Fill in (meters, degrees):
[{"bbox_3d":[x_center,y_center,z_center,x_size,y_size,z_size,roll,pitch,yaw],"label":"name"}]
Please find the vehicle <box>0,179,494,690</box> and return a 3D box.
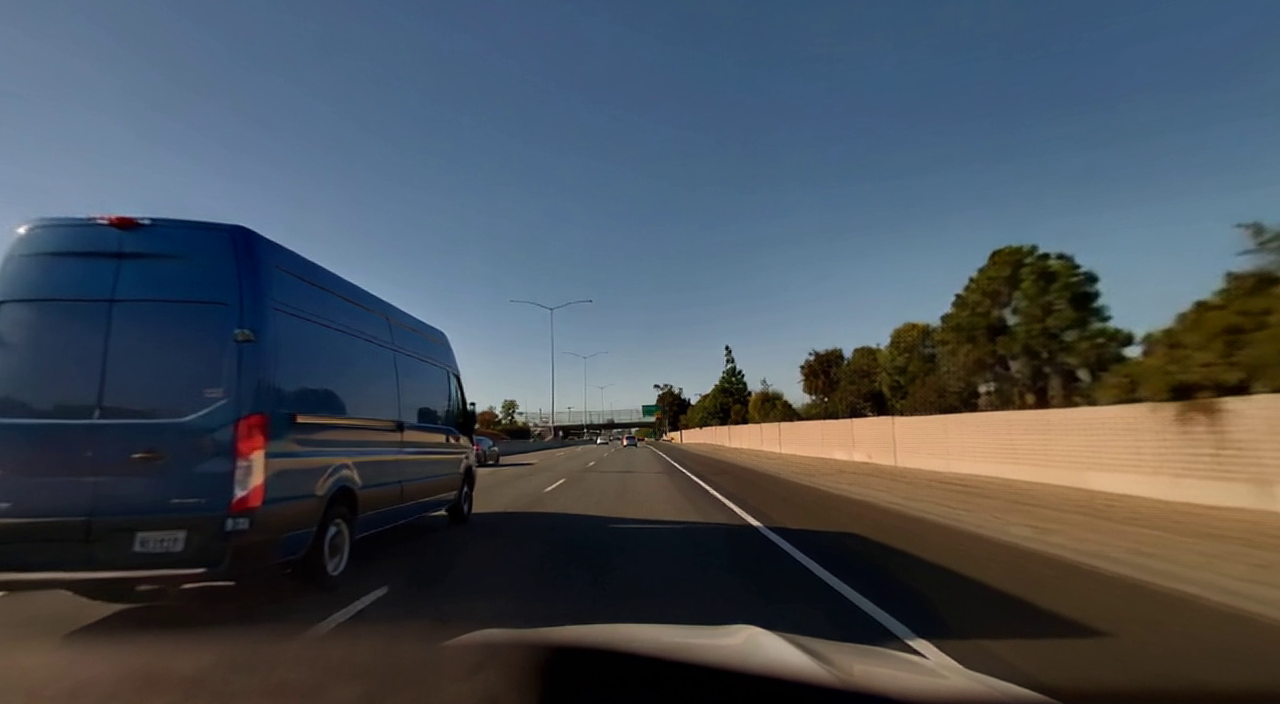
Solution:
[{"bbox_3d":[-3.684,0.870,7.081,2.428,2.782,7.330,0,-8,-1],"label":"vehicle"}]
